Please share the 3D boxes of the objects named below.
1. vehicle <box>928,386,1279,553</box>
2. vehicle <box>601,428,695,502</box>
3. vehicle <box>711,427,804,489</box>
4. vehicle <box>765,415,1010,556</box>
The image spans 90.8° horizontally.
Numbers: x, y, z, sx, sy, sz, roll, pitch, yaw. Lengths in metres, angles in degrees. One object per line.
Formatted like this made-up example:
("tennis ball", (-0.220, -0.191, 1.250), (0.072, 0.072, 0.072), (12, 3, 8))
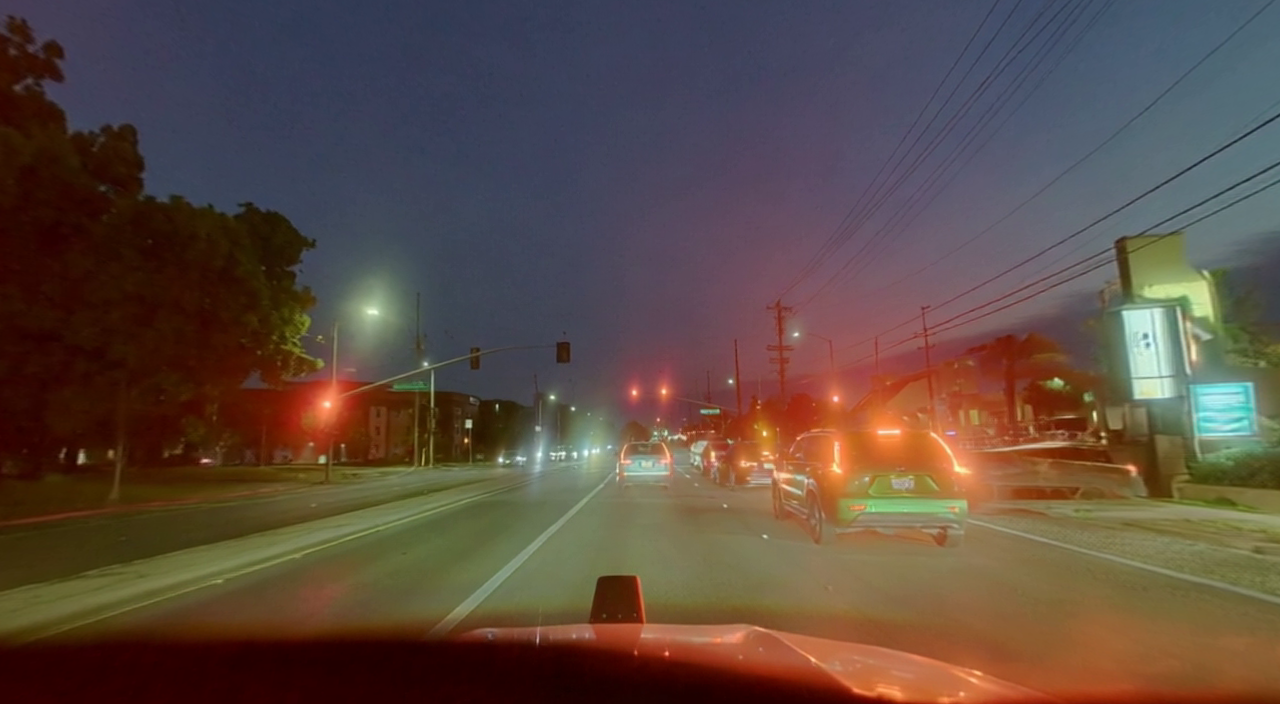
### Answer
("vehicle", (6.679, 1.731, 9.852), (2.080, 1.958, 4.653), (0, -9, -1))
("vehicle", (0.191, 2.888, 16.491), (2.149, 1.668, 3.962), (0, -9, 0))
("vehicle", (3.704, 3.452, 20.812), (2.060, 1.789, 4.712), (0, -9, -1))
("vehicle", (3.316, 1.883, 9.574), (1.998, 1.620, 4.267), (0, -9, 1))
